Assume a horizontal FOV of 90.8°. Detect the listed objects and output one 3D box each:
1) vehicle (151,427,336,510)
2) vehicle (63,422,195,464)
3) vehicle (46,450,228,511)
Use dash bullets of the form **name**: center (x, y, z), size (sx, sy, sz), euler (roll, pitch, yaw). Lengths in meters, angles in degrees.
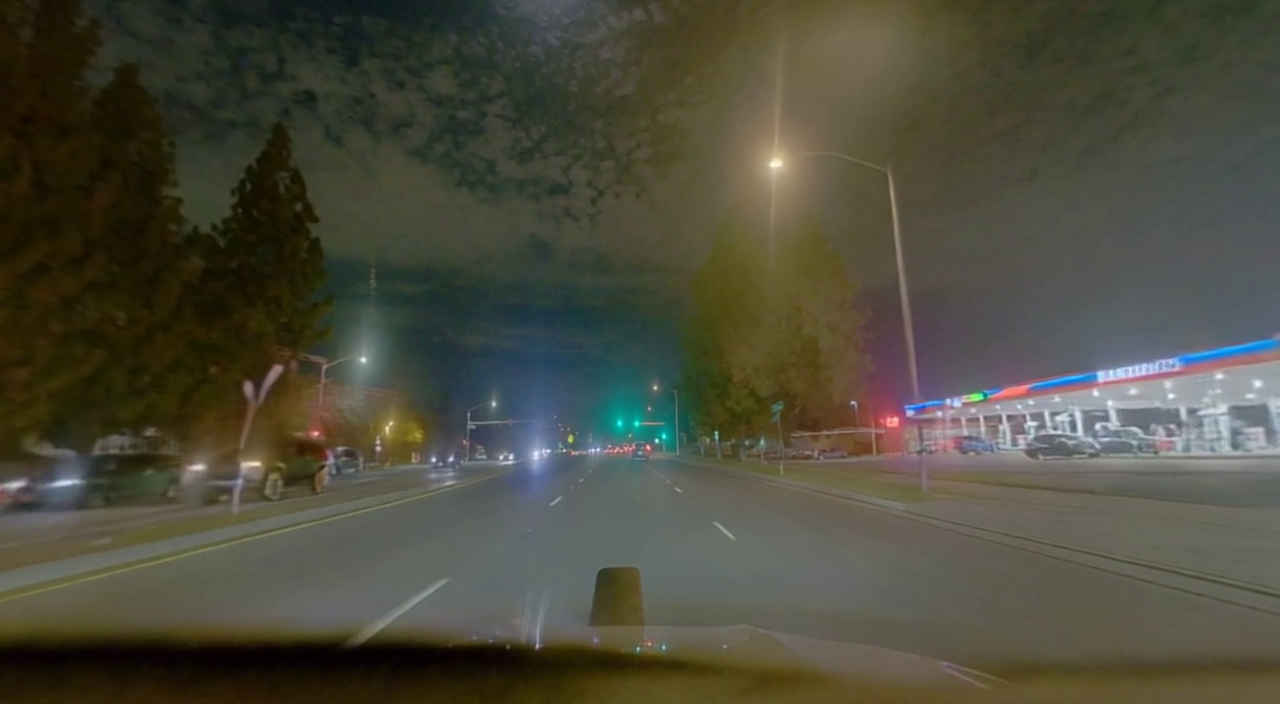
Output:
- **vehicle**: center (-11.134, 3.282, 18.356), size (2.229, 1.957, 5.057), euler (-2, -8, -2)
- **vehicle**: center (-36.544, 6.548, 45.414), size (6.425, 2.891, 3.186), euler (1, -8, -5)
- **vehicle**: center (-15.012, 3.808, 19.270), size (2.045, 1.519, 4.401), euler (-2, -8, -2)
